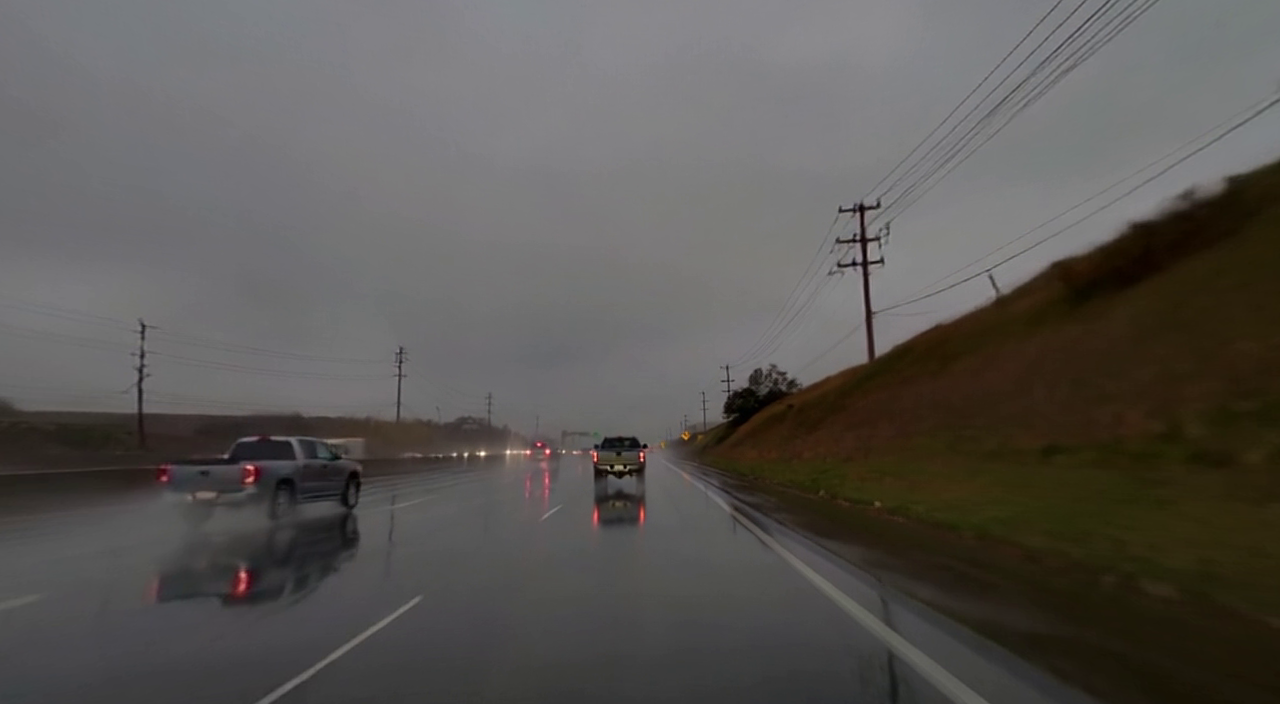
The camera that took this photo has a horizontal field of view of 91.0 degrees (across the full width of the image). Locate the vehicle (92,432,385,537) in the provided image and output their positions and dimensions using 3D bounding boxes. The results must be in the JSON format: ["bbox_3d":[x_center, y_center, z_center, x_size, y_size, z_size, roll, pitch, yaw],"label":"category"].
[{"bbox_3d":[-7.147,2.401,12.175,2.189,1.553,5.202,0,-9,1],"label":"vehicle"}]

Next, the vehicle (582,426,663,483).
[{"bbox_3d":[-0.651,4.232,26.225,2.972,2.087,6.126,0,-9,0],"label":"vehicle"}]

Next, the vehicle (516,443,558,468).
[{"bbox_3d":[-7.105,7.149,43.693,2.055,1.618,4.457,0,-9,1],"label":"vehicle"}]
